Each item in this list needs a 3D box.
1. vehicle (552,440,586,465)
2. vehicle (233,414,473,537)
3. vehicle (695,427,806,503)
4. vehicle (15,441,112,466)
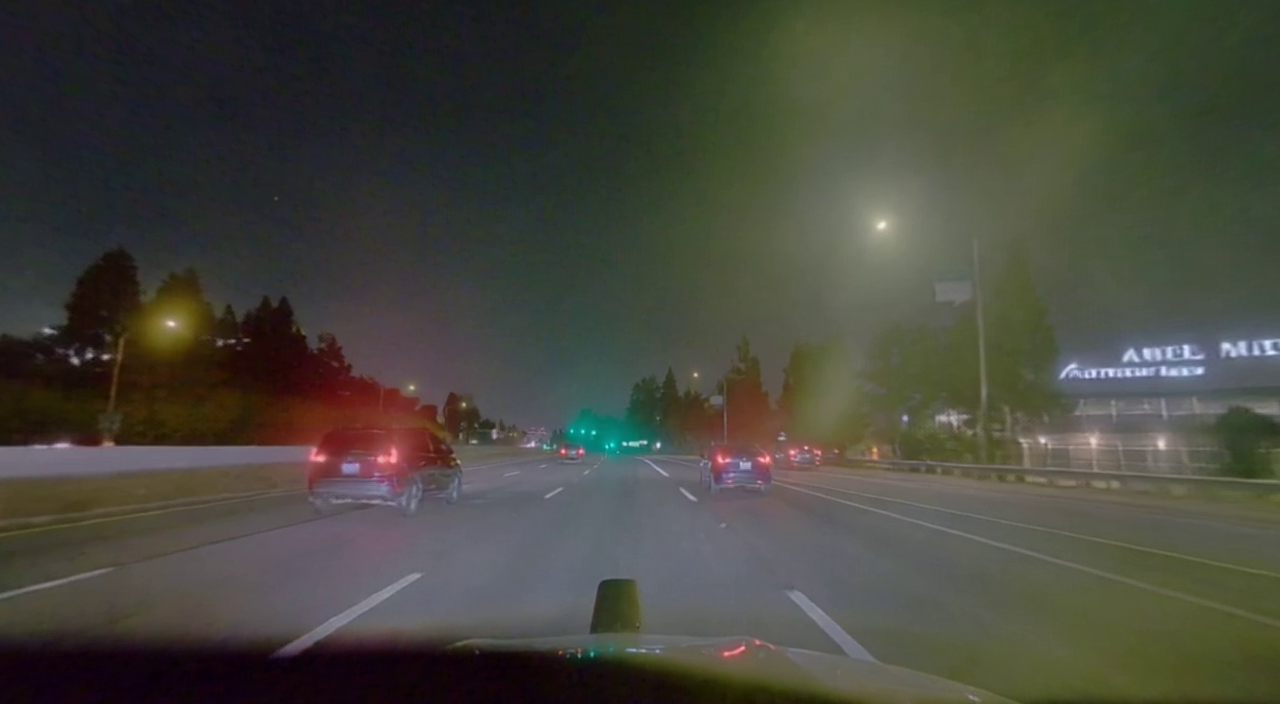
[{"bbox_3d":[-5.268,7.571,47.675,2.160,1.794,4.646,0,-8,-2],"label":"vehicle"},{"bbox_3d":[-4.804,2.144,11.607,2.176,1.779,4.755,0,-8,0],"label":"vehicle"},{"bbox_3d":[2.672,2.861,16.409,1.997,1.686,4.247,0,-8,-2],"label":"vehicle"},{"bbox_3d":[-35.186,6.183,38.733,1.825,1.450,4.300,0,-8,1],"label":"vehicle"}]
